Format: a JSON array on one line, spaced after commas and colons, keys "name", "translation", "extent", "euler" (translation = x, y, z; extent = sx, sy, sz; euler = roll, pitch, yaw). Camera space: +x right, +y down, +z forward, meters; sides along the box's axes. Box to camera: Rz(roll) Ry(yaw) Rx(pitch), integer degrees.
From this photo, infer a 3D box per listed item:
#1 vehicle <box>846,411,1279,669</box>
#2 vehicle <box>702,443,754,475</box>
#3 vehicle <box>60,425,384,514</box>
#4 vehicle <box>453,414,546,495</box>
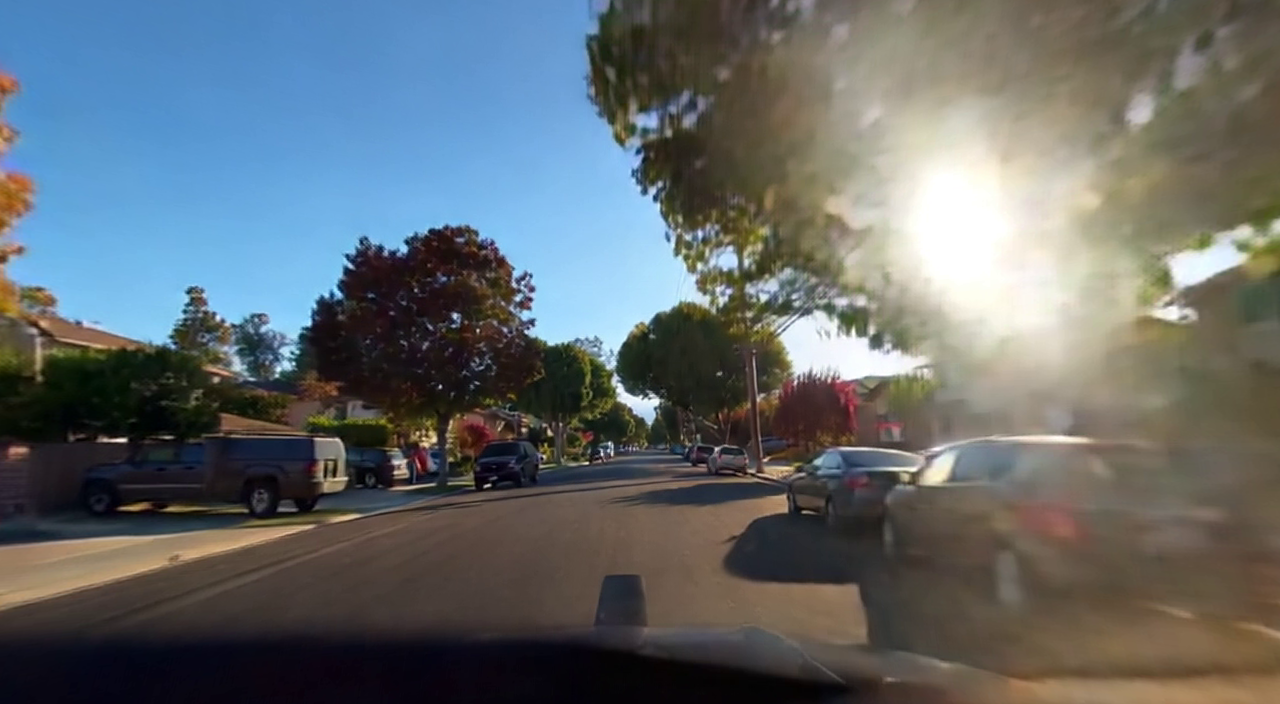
[{"name": "vehicle", "translation": [3.761, 1.487, 6.289], "extent": [1.970, 1.530, 4.899], "euler": [0, -8, 3]}, {"name": "vehicle", "translation": [4.520, 5.587, 33.180], "extent": [2.016, 1.544, 4.645], "euler": [0, -8, 0]}, {"name": "vehicle", "translation": [-10.464, 2.977, 16.311], "extent": [6.540, 2.079, 2.565], "euler": [0, -8, 1]}, {"name": "vehicle", "translation": [-5.742, 4.271, 26.699], "extent": [2.313, 2.875, 6.057], "euler": [-4, -8, 2]}]
